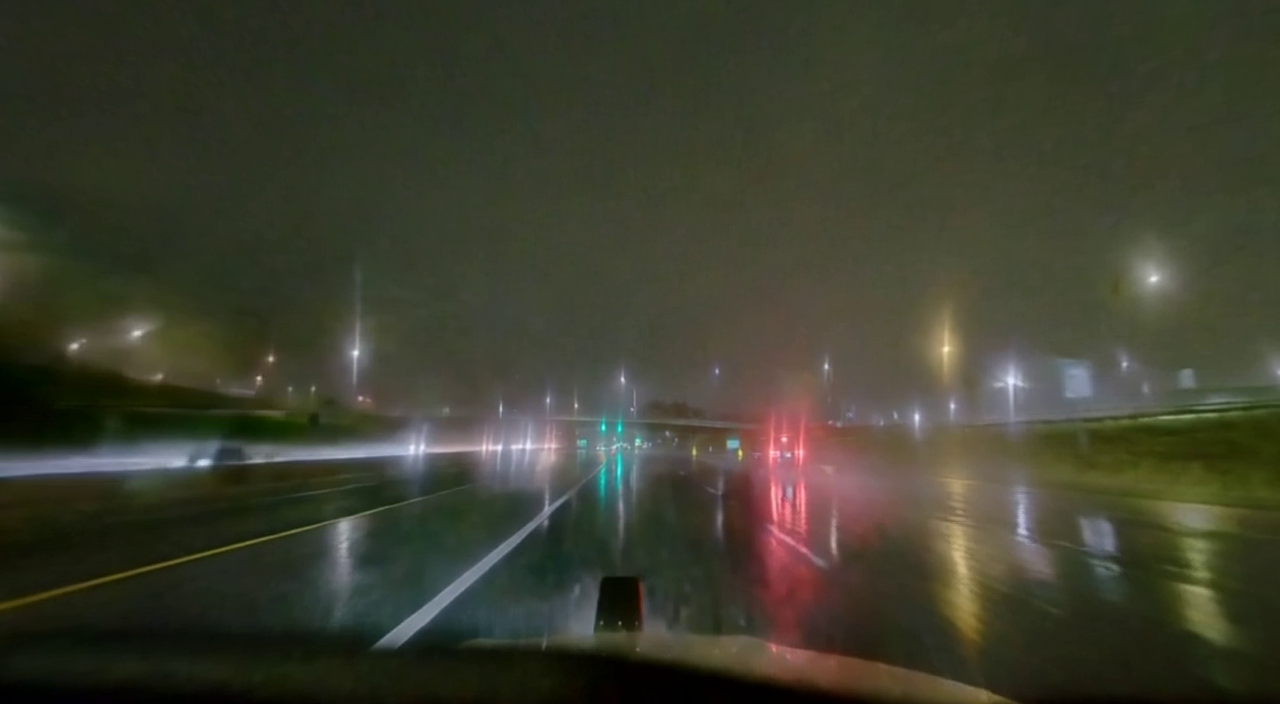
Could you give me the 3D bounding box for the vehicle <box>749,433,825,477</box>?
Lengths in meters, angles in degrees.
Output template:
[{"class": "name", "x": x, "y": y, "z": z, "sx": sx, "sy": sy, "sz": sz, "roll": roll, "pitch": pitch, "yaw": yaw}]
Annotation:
[{"class": "vehicle", "x": 6.300, "y": 4.483, "z": 27.694, "sx": 2.104, "sy": 1.723, "sz": 4.538, "roll": 0, "pitch": -8, "yaw": -2}]
